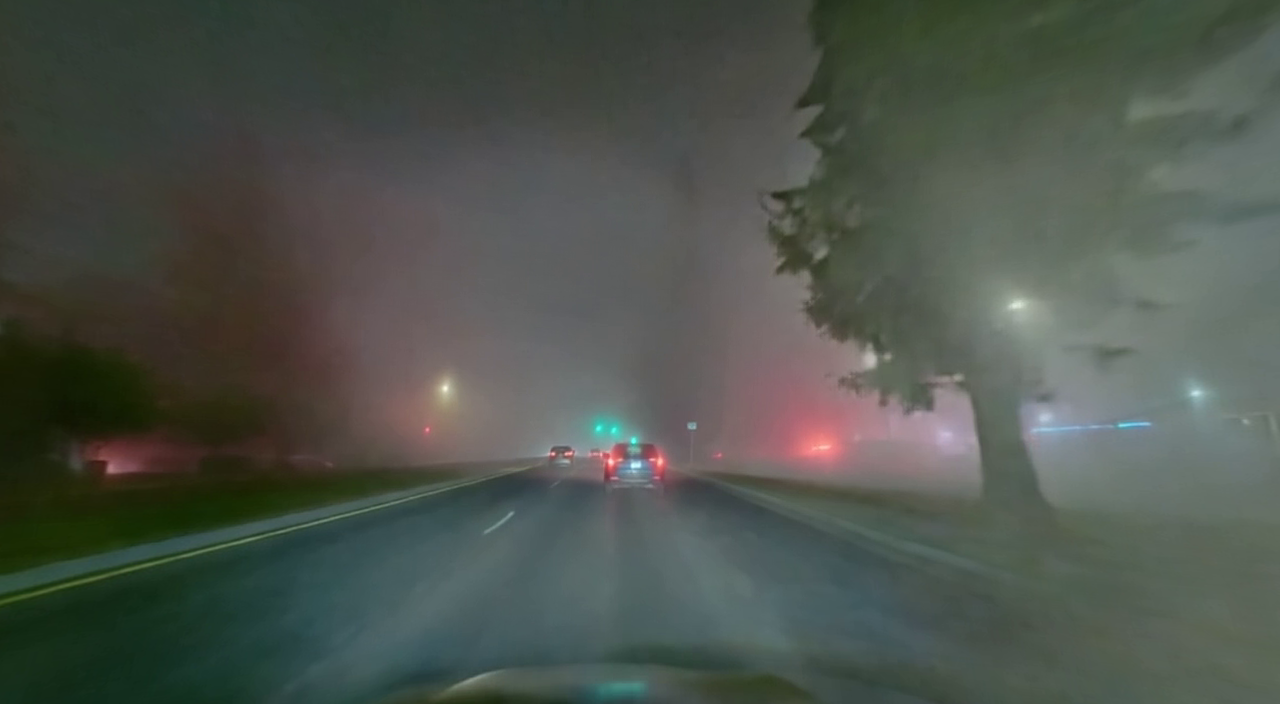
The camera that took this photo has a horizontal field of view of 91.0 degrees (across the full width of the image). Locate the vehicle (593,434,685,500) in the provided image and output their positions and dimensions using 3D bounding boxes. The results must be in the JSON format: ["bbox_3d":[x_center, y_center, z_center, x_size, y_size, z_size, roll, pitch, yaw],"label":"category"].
[{"bbox_3d":[-0.168,3.205,17.937,2.235,1.597,4.918,1,-9,-3],"label":"vehicle"}]

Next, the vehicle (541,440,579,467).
[{"bbox_3d":[-5.485,7.007,43.548,2.189,1.776,4.342,0,-9,-2],"label":"vehicle"}]
